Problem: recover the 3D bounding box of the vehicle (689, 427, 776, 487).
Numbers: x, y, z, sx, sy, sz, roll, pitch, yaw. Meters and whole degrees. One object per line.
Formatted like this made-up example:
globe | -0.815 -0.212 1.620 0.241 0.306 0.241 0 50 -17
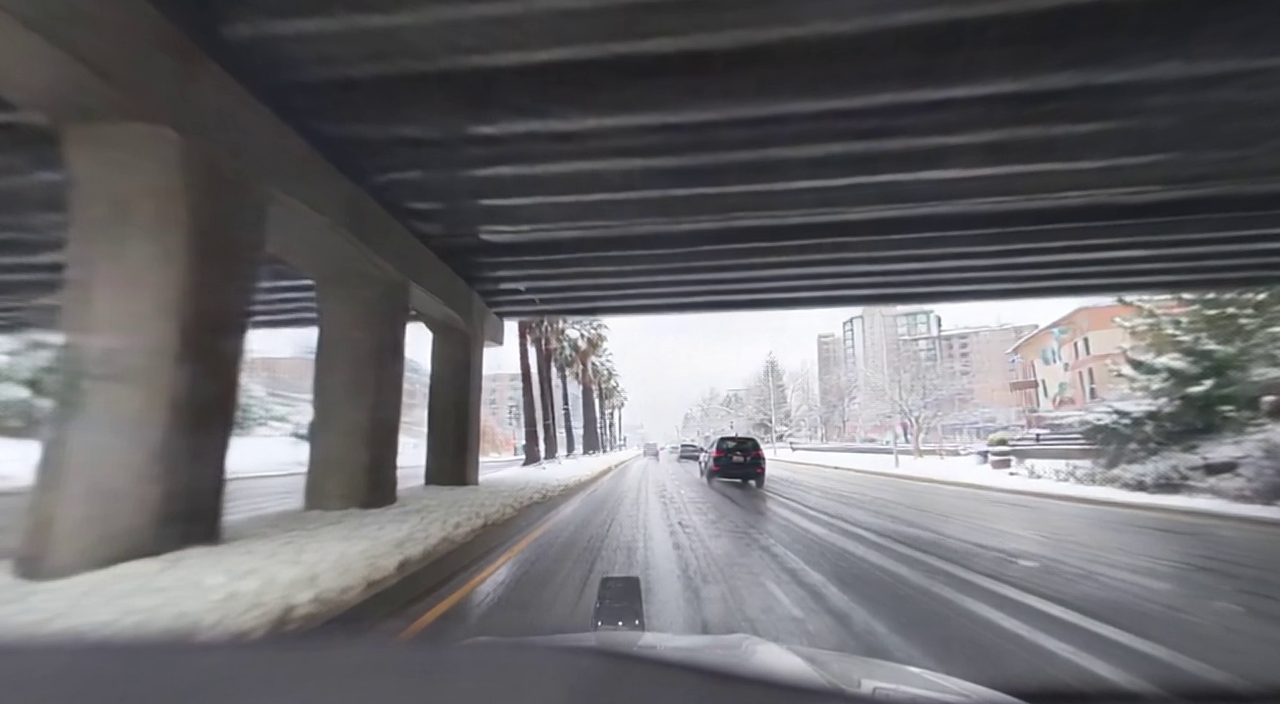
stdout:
vehicle | 3.316 3.952 24.065 2.559 2.017 5.562 0 -9 1
